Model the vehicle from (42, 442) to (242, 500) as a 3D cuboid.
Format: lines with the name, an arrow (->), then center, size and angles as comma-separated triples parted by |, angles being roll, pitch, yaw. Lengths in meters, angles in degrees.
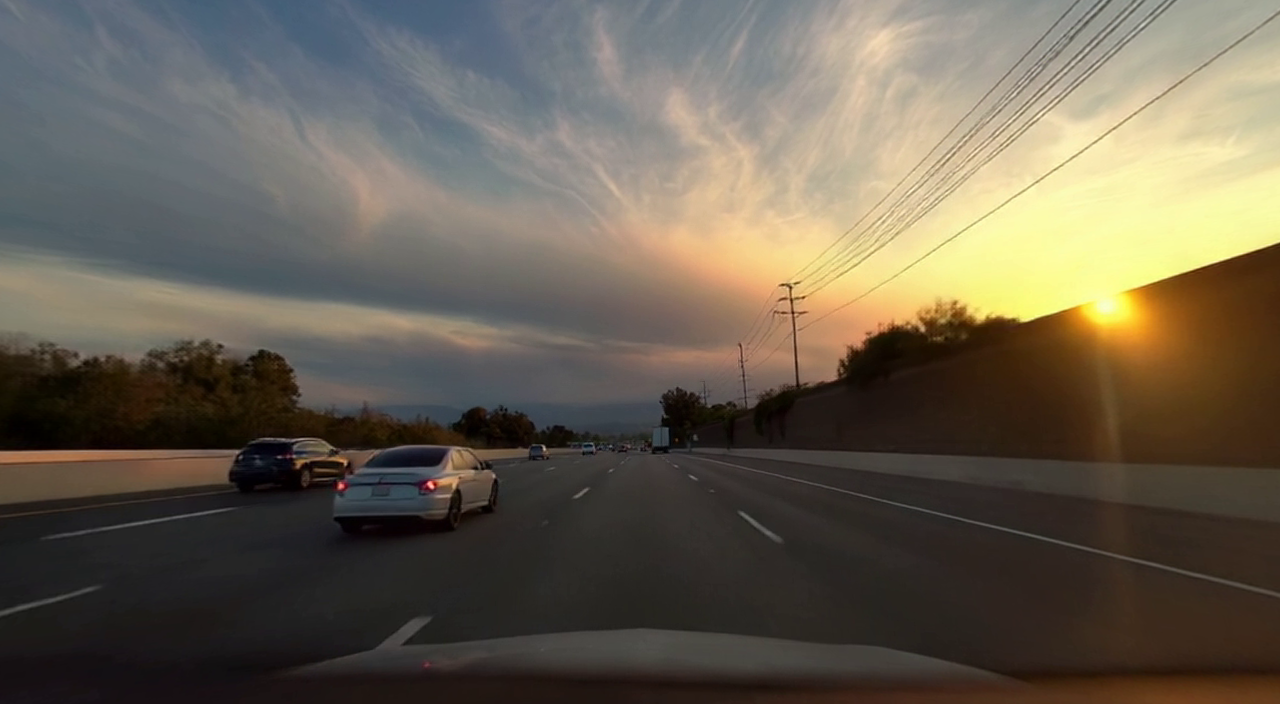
vehicle -> -14.579, 3.480, 18.908 | 2.039, 1.516, 4.780 | 0, -9, 1

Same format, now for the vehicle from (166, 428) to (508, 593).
vehicle -> -3.393, 1.869, 8.485 | 2.045, 1.532, 4.954 | 0, -9, 1
